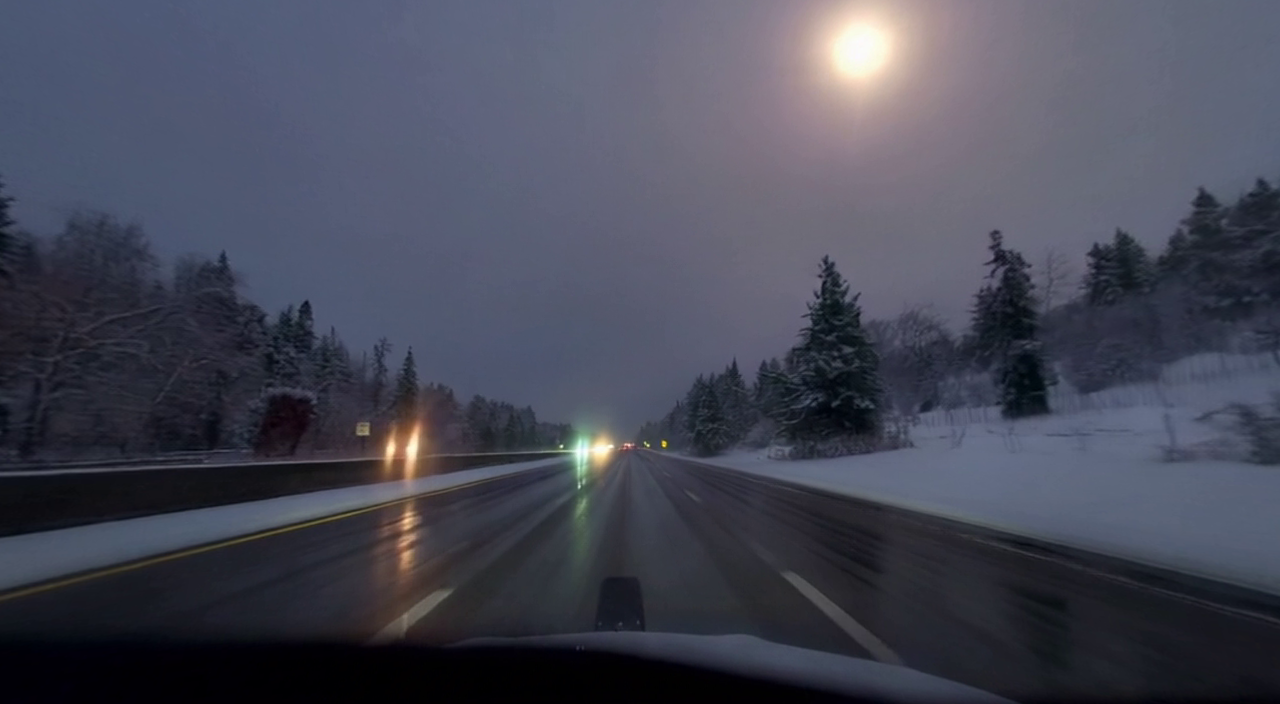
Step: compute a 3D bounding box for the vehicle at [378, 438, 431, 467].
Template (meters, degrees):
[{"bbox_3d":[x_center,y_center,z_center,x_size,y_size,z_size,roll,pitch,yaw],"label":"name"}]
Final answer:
[{"bbox_3d":[-17.286,7.409,46.621,2.067,1.980,4.741,0,-9,0],"label":"vehicle"}]
